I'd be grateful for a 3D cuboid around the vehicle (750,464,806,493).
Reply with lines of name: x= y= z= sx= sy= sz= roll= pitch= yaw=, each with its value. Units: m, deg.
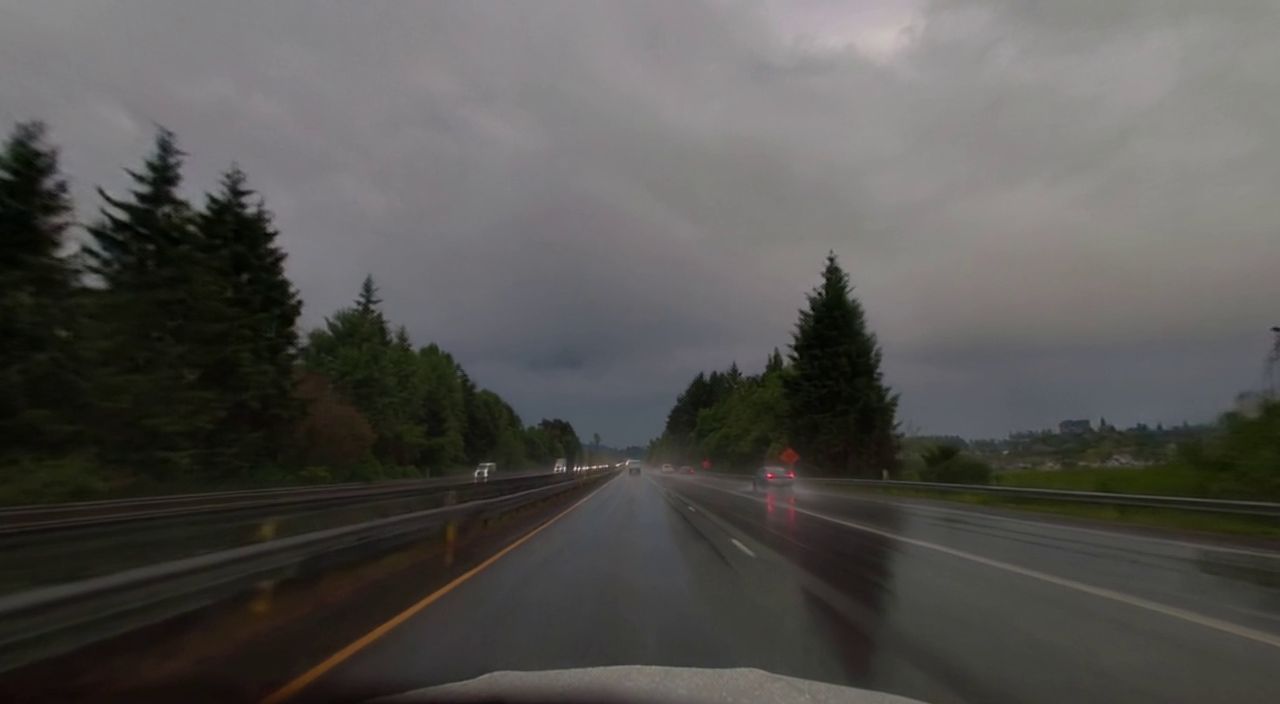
vehicle: x=7.587 y=7.013 z=35.101 sx=2.024 sy=1.476 sz=4.352 roll=1 pitch=-10 yaw=-2
